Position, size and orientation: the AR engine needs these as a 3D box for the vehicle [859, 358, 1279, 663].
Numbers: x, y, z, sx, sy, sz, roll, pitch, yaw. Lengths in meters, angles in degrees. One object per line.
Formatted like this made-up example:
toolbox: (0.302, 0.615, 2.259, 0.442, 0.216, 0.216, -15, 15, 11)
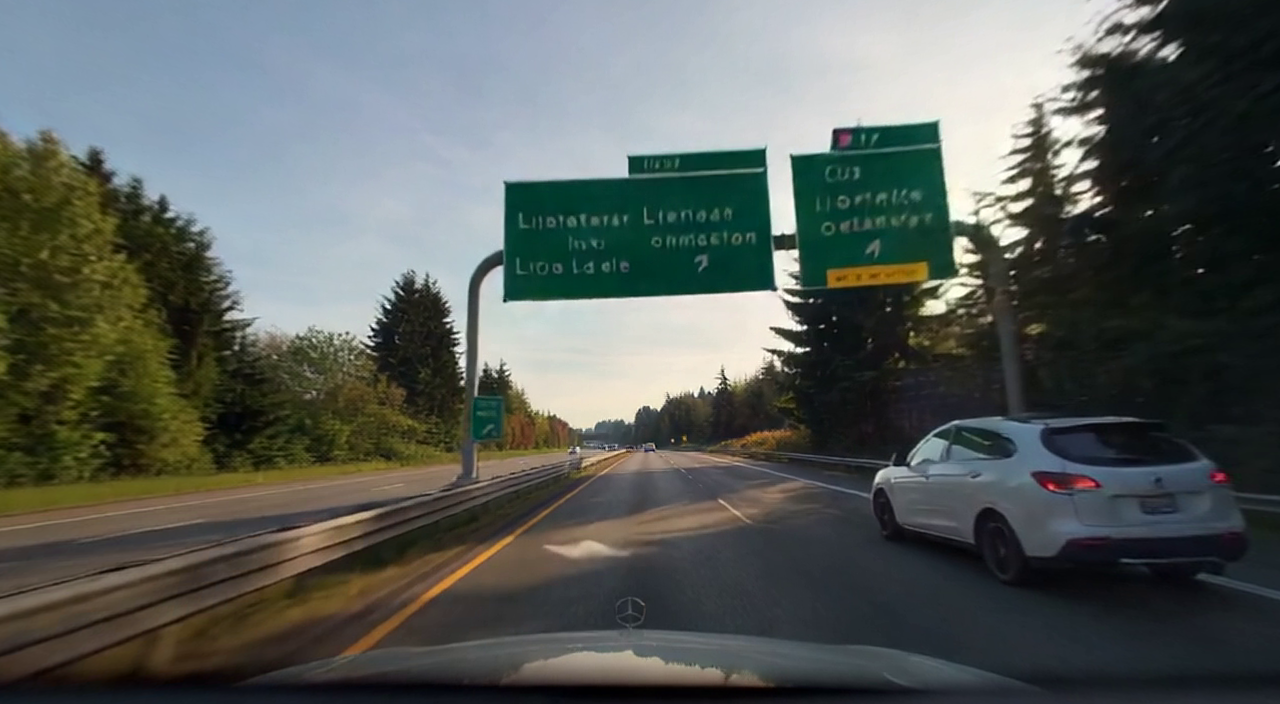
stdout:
vehicle: (4.209, 1.274, 6.181, 2.360, 1.798, 4.781, 0, -8, 0)
